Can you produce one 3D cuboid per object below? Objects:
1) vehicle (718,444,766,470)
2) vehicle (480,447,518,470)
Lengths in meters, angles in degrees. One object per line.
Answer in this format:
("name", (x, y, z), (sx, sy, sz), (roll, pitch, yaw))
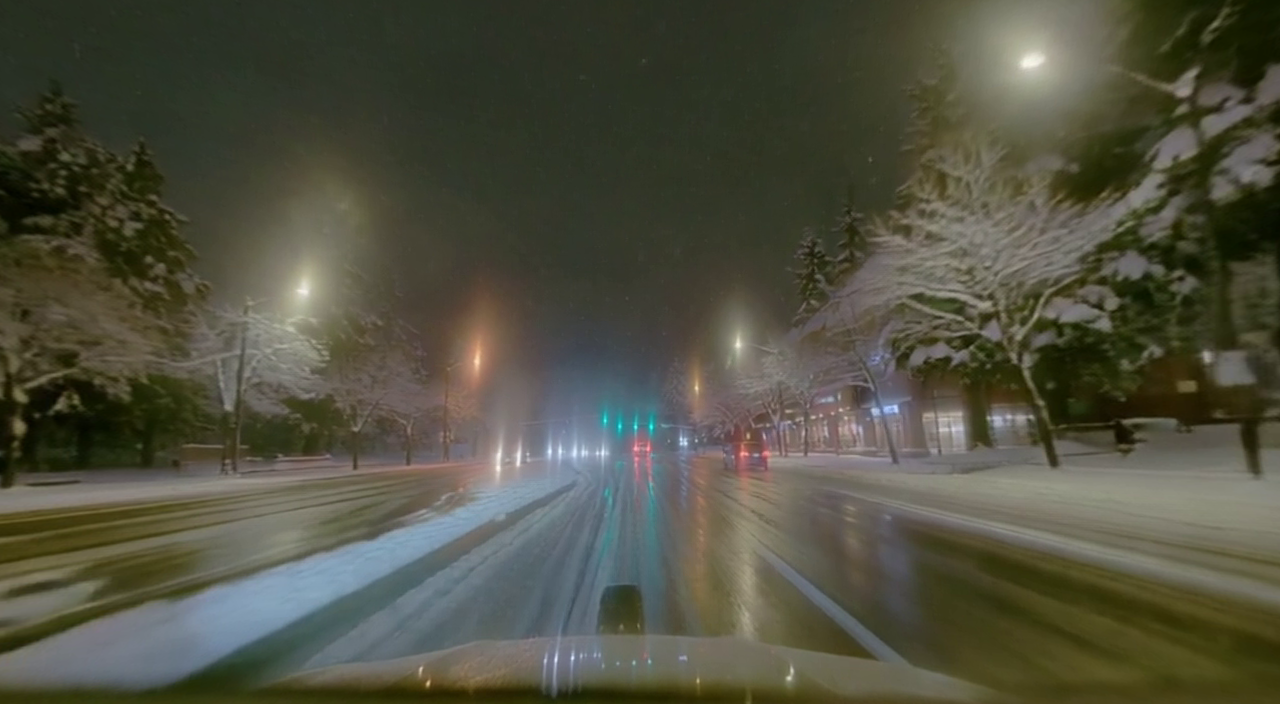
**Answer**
("vehicle", (6.289, 6.513, 39.472), (2.024, 1.475, 4.600), (0, -9, -2))
("vehicle", (-9.953, 7.529, 44.884), (1.676, 1.469, 4.362), (0, -9, 0))
